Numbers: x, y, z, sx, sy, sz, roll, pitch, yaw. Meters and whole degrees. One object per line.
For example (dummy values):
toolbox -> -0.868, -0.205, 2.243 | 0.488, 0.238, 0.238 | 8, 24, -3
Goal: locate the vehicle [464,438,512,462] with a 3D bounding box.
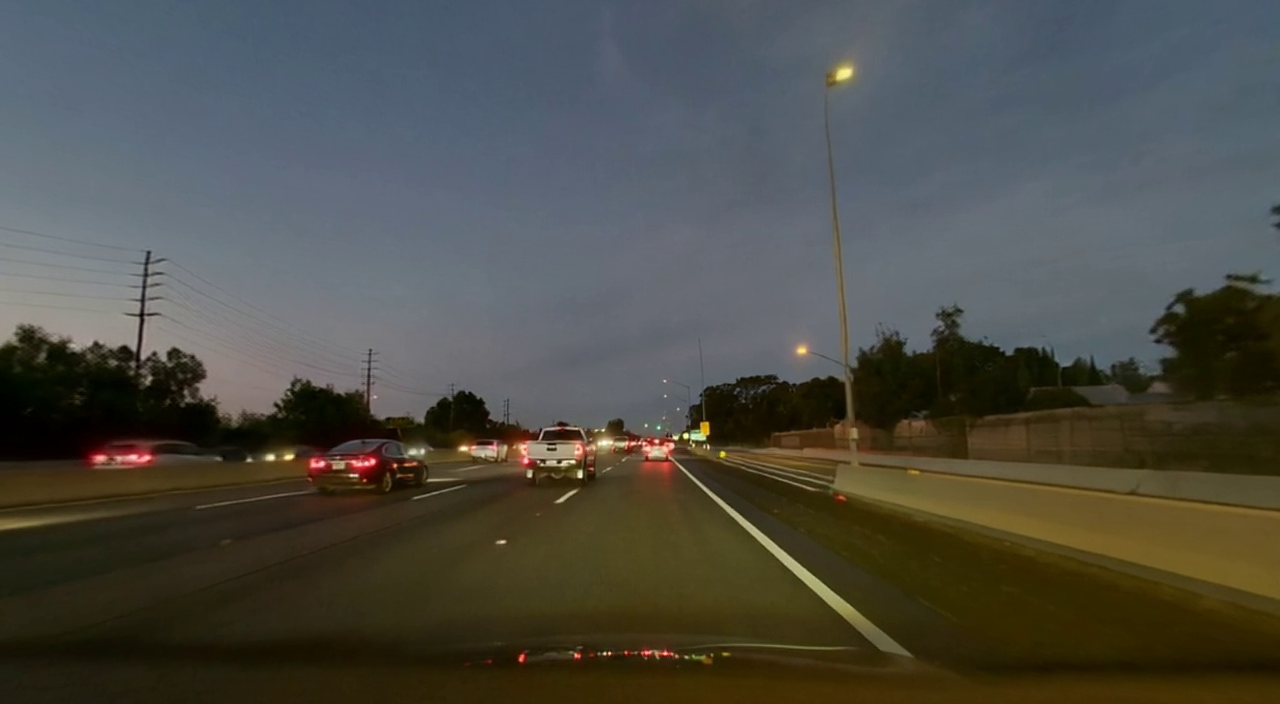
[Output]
vehicle -> -9.976, 6.474, 41.493 | 1.915, 1.472, 4.502 | 0, -8, 2

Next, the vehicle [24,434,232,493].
vehicle -> -14.500, 3.165, 18.270 | 1.938, 1.475, 4.760 | 0, -8, 2

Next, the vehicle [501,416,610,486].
vehicle -> -2.684, 3.431, 22.154 | 2.815, 2.092, 6.526 | 0, -8, 1

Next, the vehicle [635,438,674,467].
vehicle -> 0.760, 5.512, 34.688 | 2.013, 1.444, 4.447 | 0, -8, 1

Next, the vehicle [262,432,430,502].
vehicle -> -7.104, 2.804, 15.798 | 1.964, 1.481, 4.425 | 0, -8, 2
